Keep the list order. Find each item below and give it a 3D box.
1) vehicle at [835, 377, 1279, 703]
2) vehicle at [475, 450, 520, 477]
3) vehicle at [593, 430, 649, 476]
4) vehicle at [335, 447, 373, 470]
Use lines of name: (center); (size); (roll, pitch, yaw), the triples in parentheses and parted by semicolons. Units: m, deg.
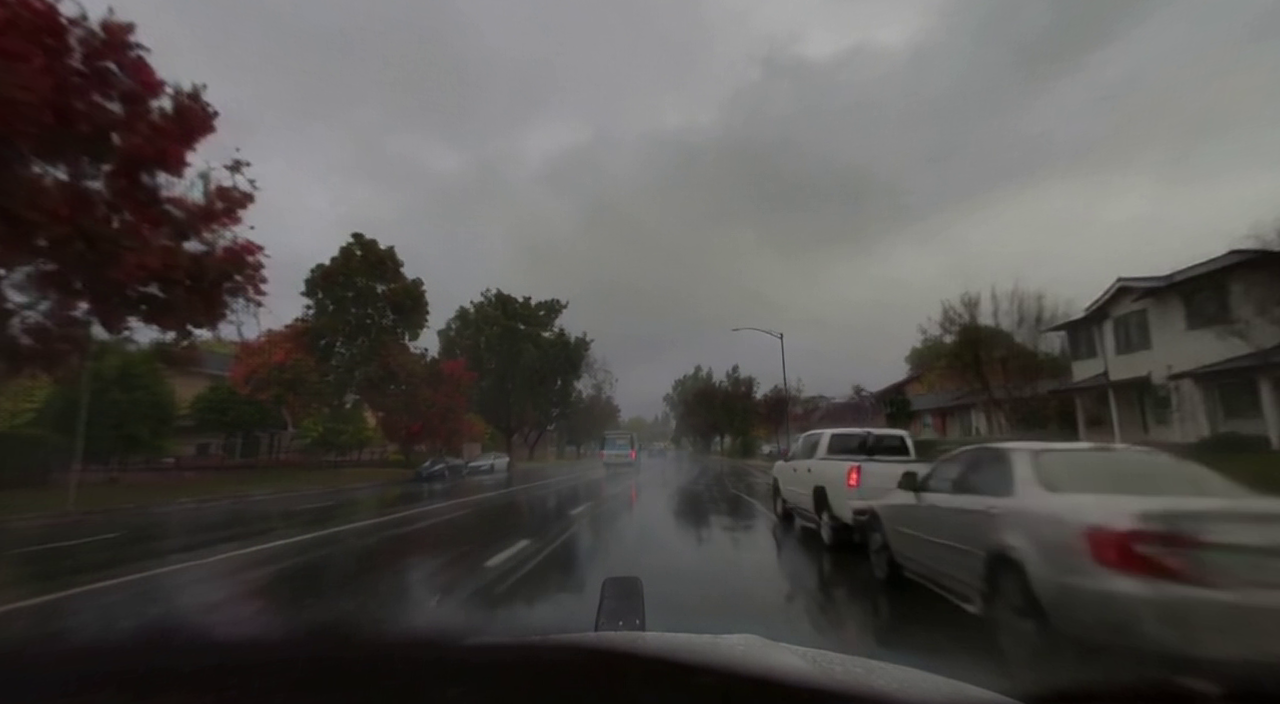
vehicle: (3.113, 1.260, 4.724); (2.040, 1.643, 4.446); (-1, -9, 2)
vehicle: (-10.181, 7.973, 45.409); (2.002, 1.598, 4.366); (-6, -9, 2)
vehicle: (-0.854, 5.031, 31.561); (2.085, 2.084, 5.133); (-1, -9, 6)
vehicle: (-21.795, 8.113, 48.255); (1.940, 1.554, 4.237); (2, -8, -15)
